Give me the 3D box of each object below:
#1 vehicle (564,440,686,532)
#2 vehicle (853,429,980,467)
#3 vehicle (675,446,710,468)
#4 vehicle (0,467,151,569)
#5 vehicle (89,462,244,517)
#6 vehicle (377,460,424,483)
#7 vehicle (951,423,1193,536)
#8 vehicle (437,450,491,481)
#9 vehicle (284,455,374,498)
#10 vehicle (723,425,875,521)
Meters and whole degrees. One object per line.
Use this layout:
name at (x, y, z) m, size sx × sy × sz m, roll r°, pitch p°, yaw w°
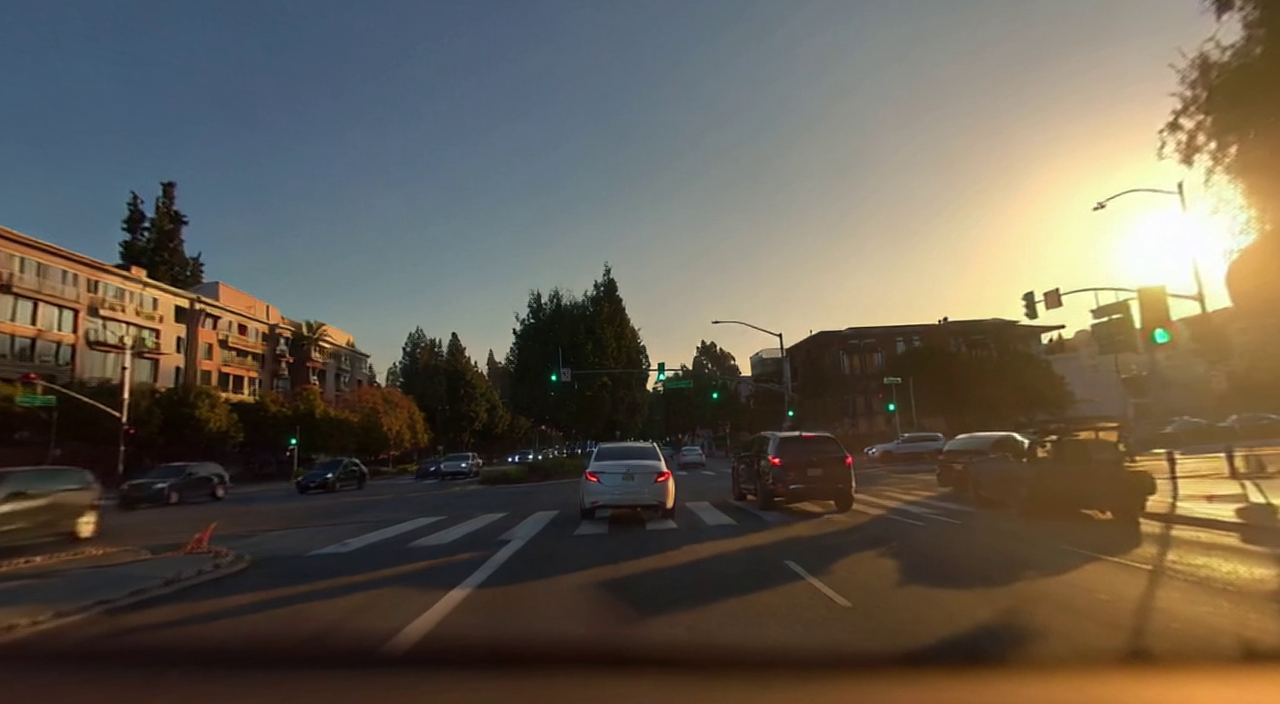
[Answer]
vehicle at (-0.277, 2.523, 12.537) m, size 2.034 × 1.500 × 3.966 m, roll 0°, pitch -8°, yaw -1°
vehicle at (15.154, 5.327, 35.062) m, size 6.013 × 2.030 × 2.461 m, roll -2°, pitch -9°, yaw 12°
vehicle at (3.770, 7.614, 45.963) m, size 2.123 × 1.455 × 4.318 m, roll 0°, pitch -8°, yaw -1°
vehicle at (-11.645, 2.968, 11.473) m, size 1.992 × 1.562 × 4.361 m, roll 0°, pitch -8°, yaw 0°
vehicle at (-18.218, 5.275, 24.678) m, size 2.437 × 1.777 × 4.578 m, roll 0°, pitch -8°, yaw 1°
vehicle at (-18.222, 9.098, 48.290) m, size 1.840 × 1.511 × 4.229 m, roll 0°, pitch -8°, yaw 1°
vehicle at (7.916, 2.340, 12.242) m, size 2.039 × 1.760 × 4.319 m, roll -1°, pitch -9°, yaw 8°
vehicle at (-11.133, 7.175, 40.274) m, size 2.078 × 1.795 × 4.636 m, roll 0°, pitch -8°, yaw 0°
vehicle at (-14.812, 5.936, 30.434) m, size 1.908 × 1.797 × 4.620 m, roll 0°, pitch -8°, yaw 1°
vehicle at (3.294, 2.607, 14.207) m, size 2.107 × 1.773 × 4.557 m, roll 0°, pitch -8°, yaw -2°
